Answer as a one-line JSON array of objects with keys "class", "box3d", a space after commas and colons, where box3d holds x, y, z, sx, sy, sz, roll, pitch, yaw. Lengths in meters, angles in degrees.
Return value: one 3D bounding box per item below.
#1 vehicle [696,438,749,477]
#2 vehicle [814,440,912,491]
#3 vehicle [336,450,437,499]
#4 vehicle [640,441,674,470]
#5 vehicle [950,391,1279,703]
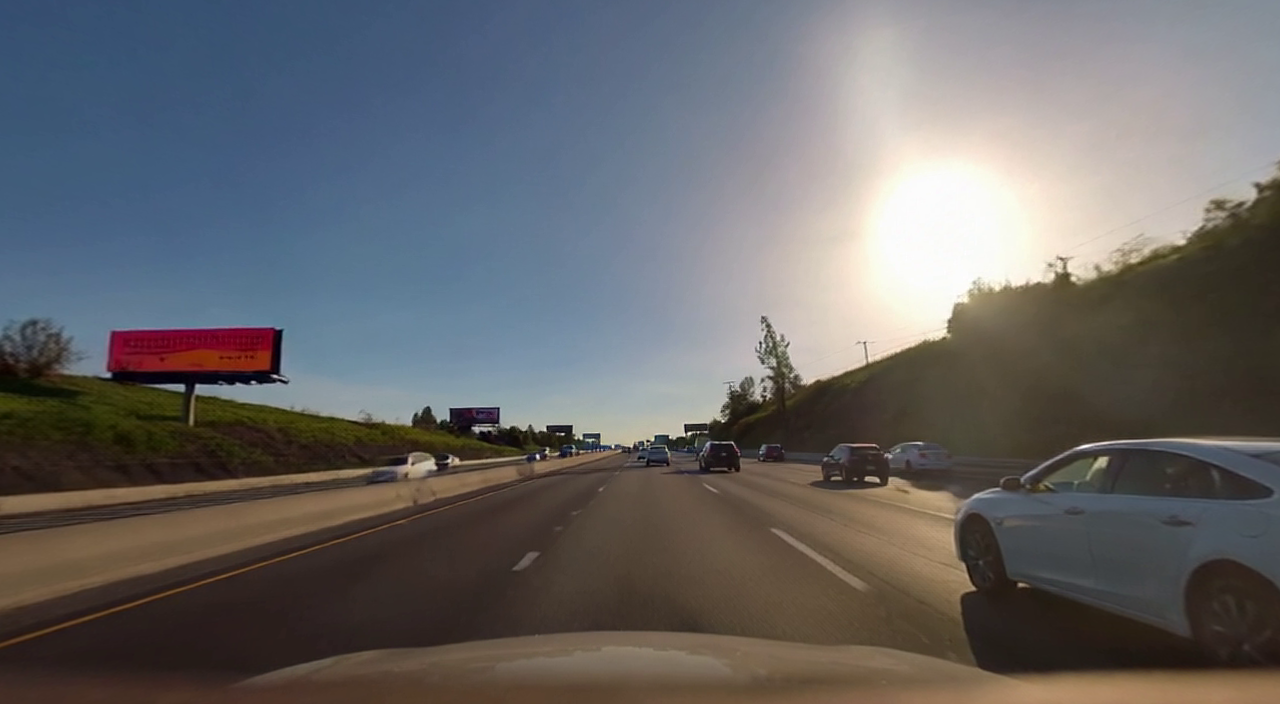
[{"class": "vehicle", "box3d": [4.215, 5.482, 33.047, 2.075, 1.845, 4.667, 0, -8, -1]}, {"class": "vehicle", "box3d": [7.619, 3.879, 22.030, 1.807, 1.558, 4.352, 0, -8, 0]}, {"class": "vehicle", "box3d": [-9.495, 4.589, 24.094, 1.912, 1.610, 4.646, -1, -8, 1]}, {"class": "vehicle", "box3d": [1.089, 6.885, 42.182, 2.145, 1.832, 4.004, 0, -8, 0]}, {"class": "vehicle", "box3d": [3.896, 1.091, 3.610, 1.989, 1.609, 4.355, 0, -8, 0]}]
